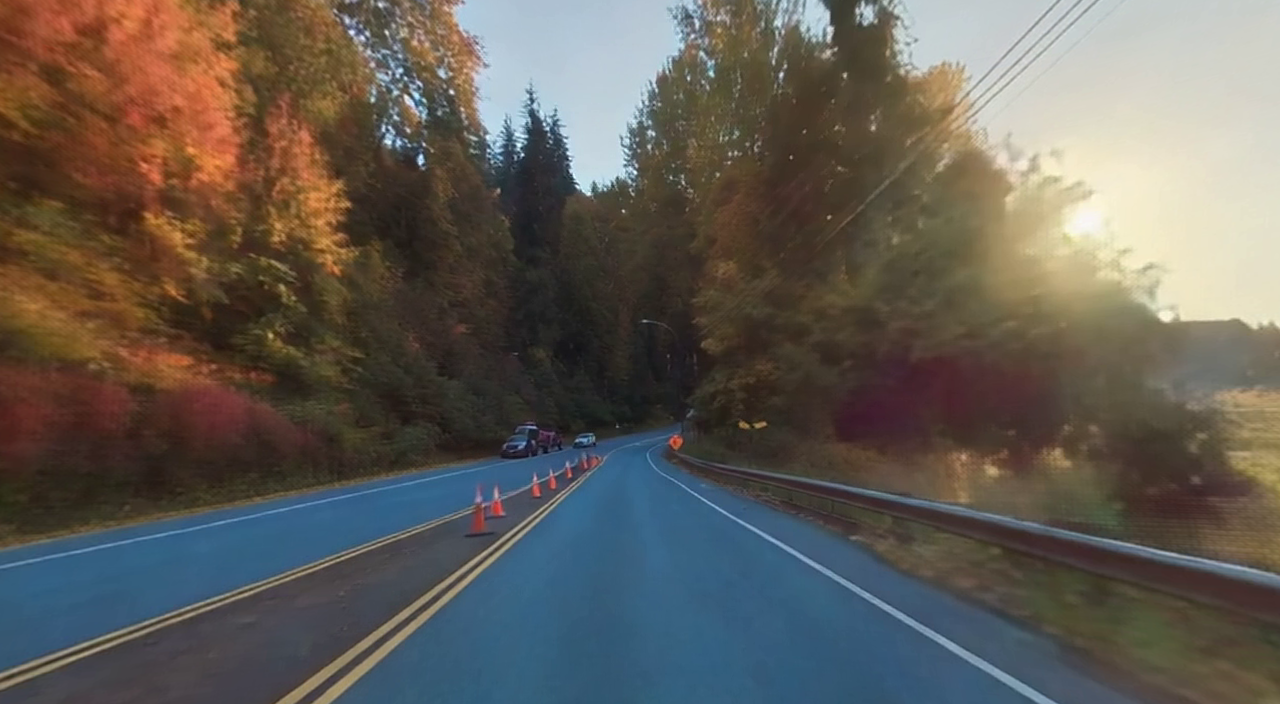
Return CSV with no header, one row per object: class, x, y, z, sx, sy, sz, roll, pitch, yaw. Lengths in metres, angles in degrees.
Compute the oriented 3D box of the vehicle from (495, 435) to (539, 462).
vehicle,-8.701,6.850,45.128,1.991,1.759,4.443,-3,-8,3
